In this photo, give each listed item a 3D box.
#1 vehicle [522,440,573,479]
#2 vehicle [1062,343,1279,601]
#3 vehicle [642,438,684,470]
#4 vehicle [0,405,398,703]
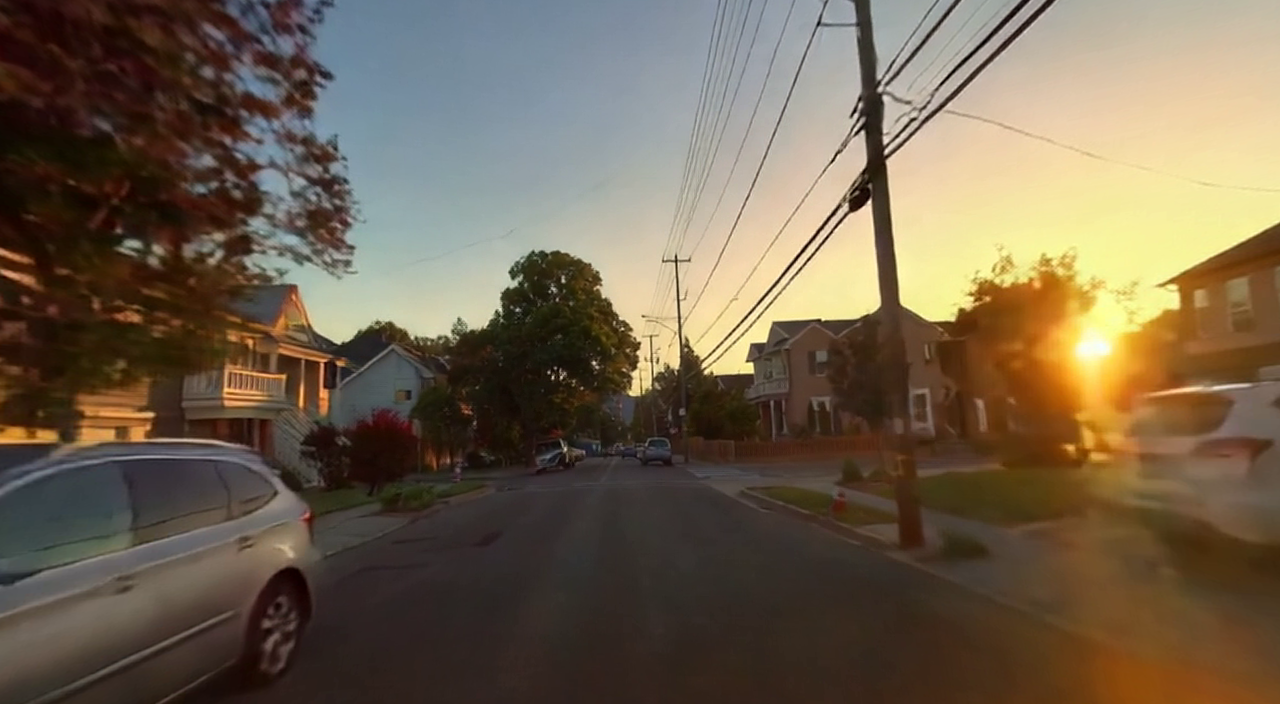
[{"bbox_3d":[-4.728,5.515,32.790,2.082,1.759,4.541,-2,-8,-2],"label":"vehicle"},{"bbox_3d":[7.868,1.163,6.639,5.274,2.170,2.205,0,-9,-4],"label":"vehicle"},{"bbox_3d":[1.379,6.440,40.209,2.129,1.873,4.471,0,-8,-4],"label":"vehicle"},{"bbox_3d":[-3.318,1.303,3.303,2.204,1.655,4.813,-8,-7,-2],"label":"vehicle"}]
